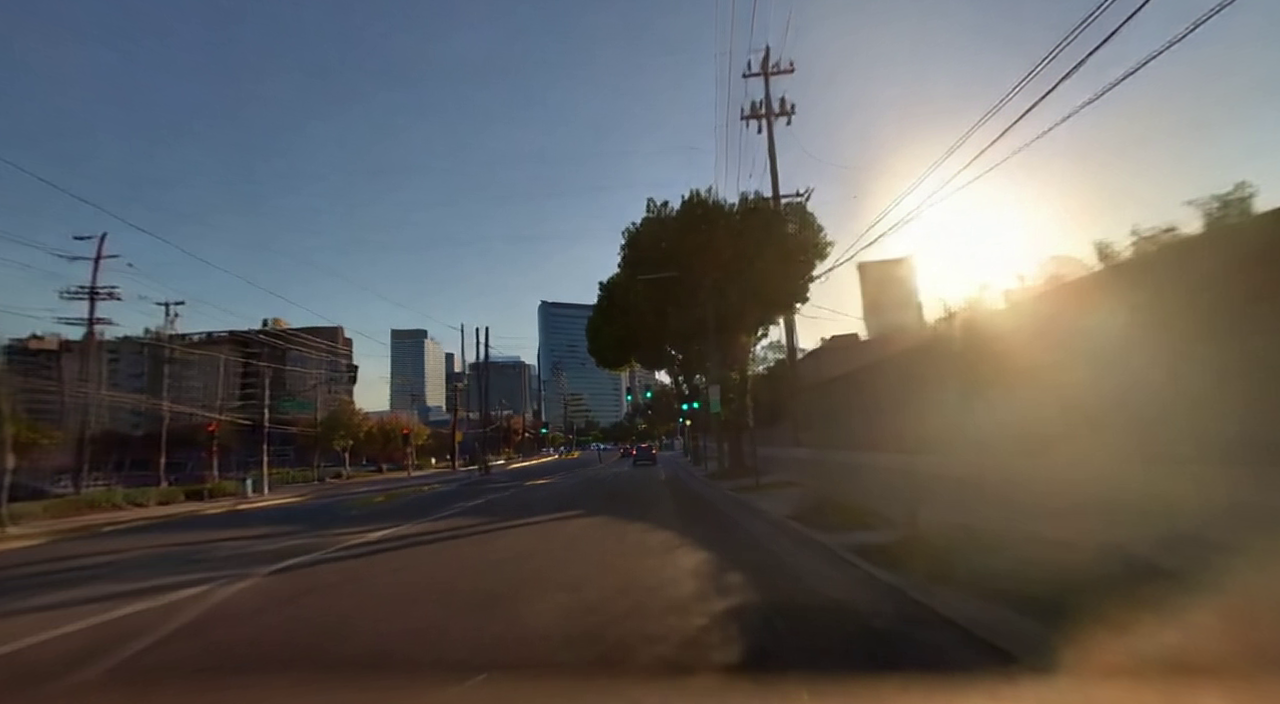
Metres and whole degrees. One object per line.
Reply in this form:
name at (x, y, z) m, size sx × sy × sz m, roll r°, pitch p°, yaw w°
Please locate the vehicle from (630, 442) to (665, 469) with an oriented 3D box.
vehicle at (0.461, 6.600, 40.392) m, size 2.105 × 1.611 × 3.750 m, roll 0°, pitch -9°, yaw 0°
